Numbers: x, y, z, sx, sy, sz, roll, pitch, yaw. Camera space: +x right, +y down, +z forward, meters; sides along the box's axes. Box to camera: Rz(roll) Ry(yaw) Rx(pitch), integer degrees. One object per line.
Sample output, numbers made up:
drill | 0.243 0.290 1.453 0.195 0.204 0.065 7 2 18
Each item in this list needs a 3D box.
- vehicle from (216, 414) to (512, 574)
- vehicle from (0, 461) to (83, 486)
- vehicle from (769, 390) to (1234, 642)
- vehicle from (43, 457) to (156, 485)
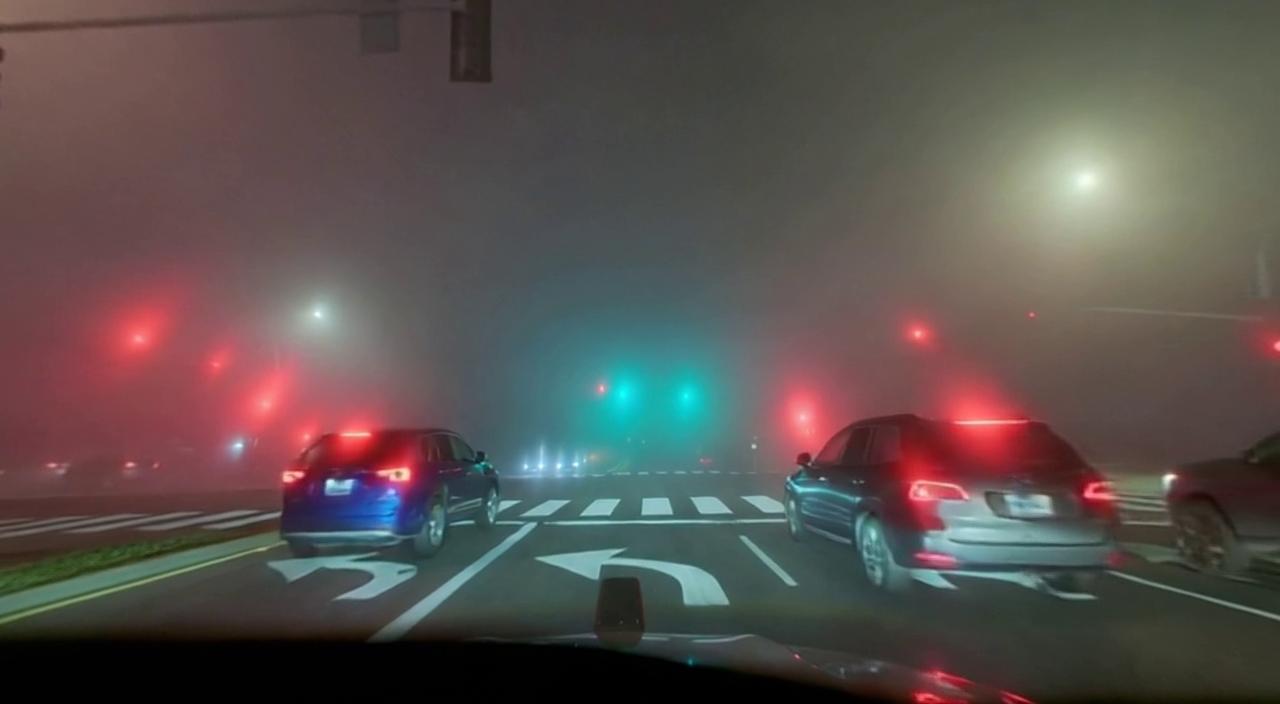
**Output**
vehicle | -3.043 1.630 8.010 1.969 1.513 3.773 0 -8 1
vehicle | -38.733 7.774 40.373 4.461 1.469 1.788 0 -8 -1
vehicle | 2.876 1.405 6.526 2.099 1.671 4.491 0 -8 -1
vehicle | -31.825 7.002 37.270 4.825 1.483 1.817 1 -8 -3
